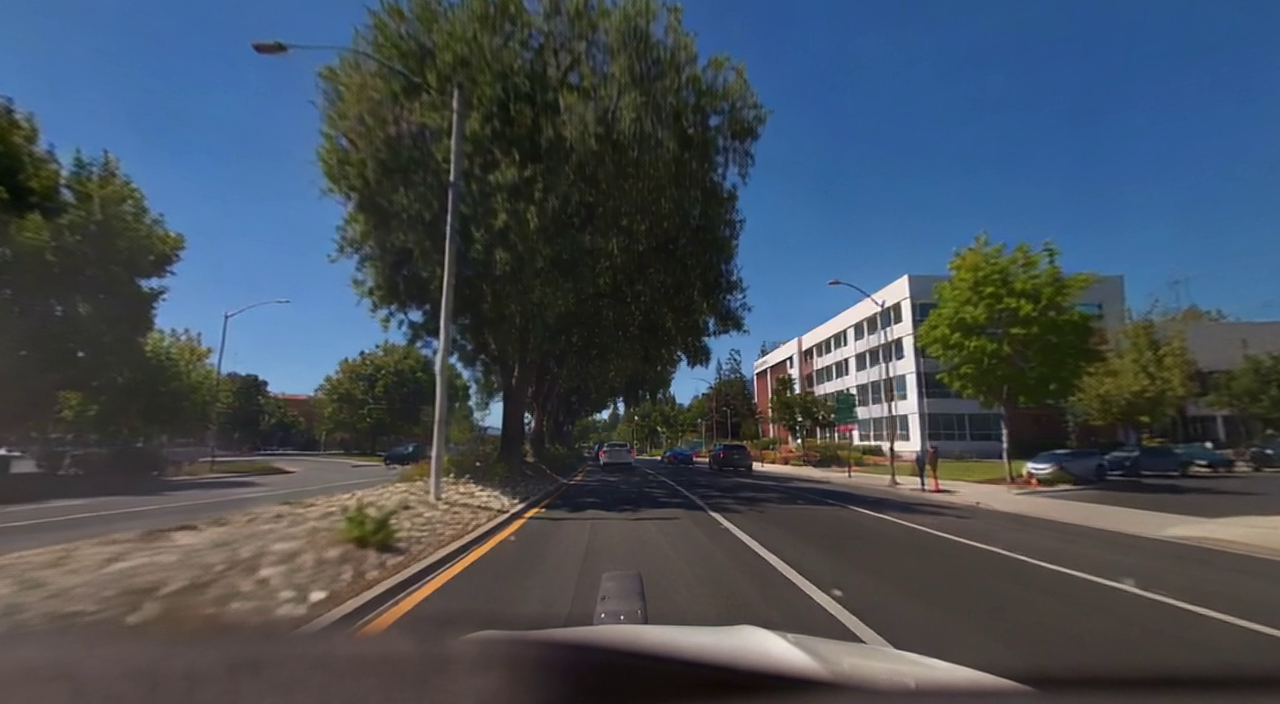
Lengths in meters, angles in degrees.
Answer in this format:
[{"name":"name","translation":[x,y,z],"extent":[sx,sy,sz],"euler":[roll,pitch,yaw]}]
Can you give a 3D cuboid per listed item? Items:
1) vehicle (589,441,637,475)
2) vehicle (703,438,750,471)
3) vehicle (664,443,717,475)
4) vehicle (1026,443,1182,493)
[{"name":"vehicle","translation":[-1.290,4.919,29.651],"extent":[2.101,1.444,4.248],"euler":[0,-8,-3]},{"name":"vehicle","translation":[5.465,6.555,40.555],"extent":[2.052,1.990,4.736],"euler":[1,-8,-4]},{"name":"vehicle","translation":[2.426,5.301,31.616],"extent":[1.993,1.477,4.240],"euler":[1,-8,-5]},{"name":"vehicle","translation":[20.213,5.009,27.843],"extent":[2.150,1.966,5.027],"euler":[4,-9,-23]}]
